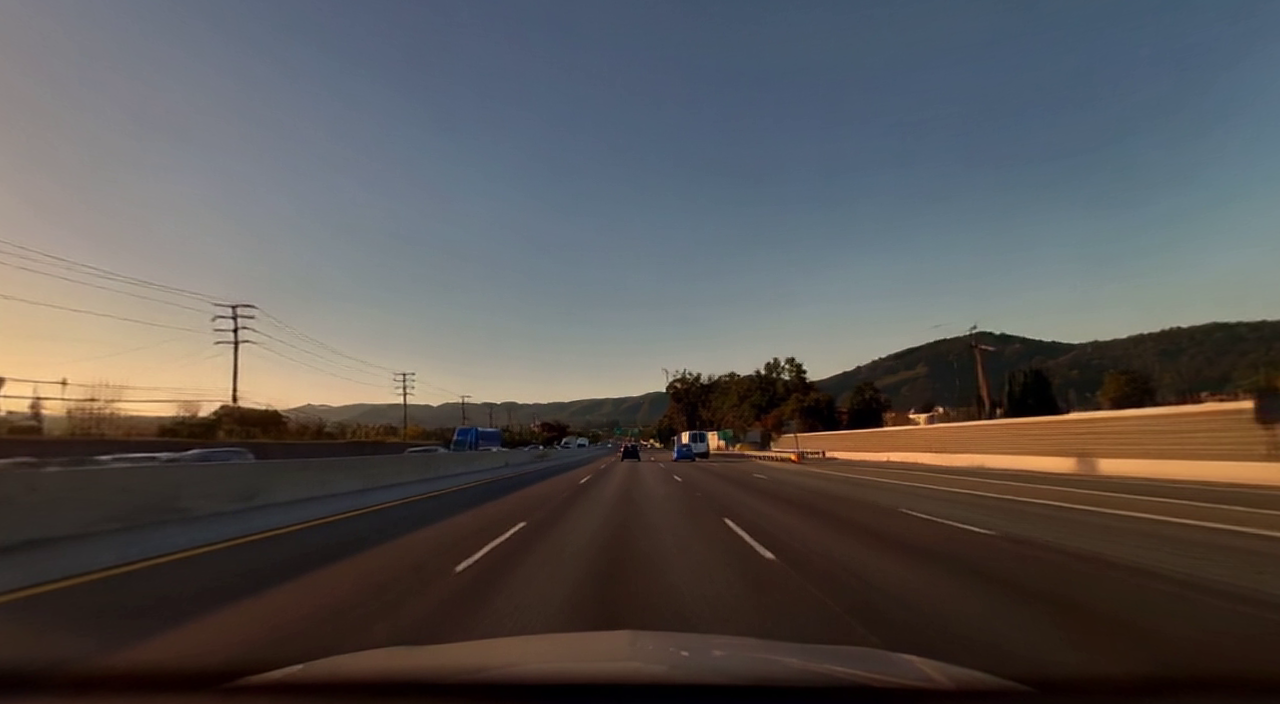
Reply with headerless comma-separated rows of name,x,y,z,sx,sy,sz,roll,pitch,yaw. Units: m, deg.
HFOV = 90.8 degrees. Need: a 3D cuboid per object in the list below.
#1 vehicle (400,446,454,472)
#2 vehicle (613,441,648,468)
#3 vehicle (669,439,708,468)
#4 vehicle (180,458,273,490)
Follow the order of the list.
vehicle,-13.864,6.952,41.309,1.968,1.563,4.376,0,-9,0
vehicle,-0.691,7.128,44.048,2.325,1.712,4.592,0,-9,-1
vehicle,3.147,6.742,42.017,2.036,1.796,4.470,0,-9,-2
vehicle,-21.461,6.306,33.047,1.849,1.463,4.466,0,-9,0
